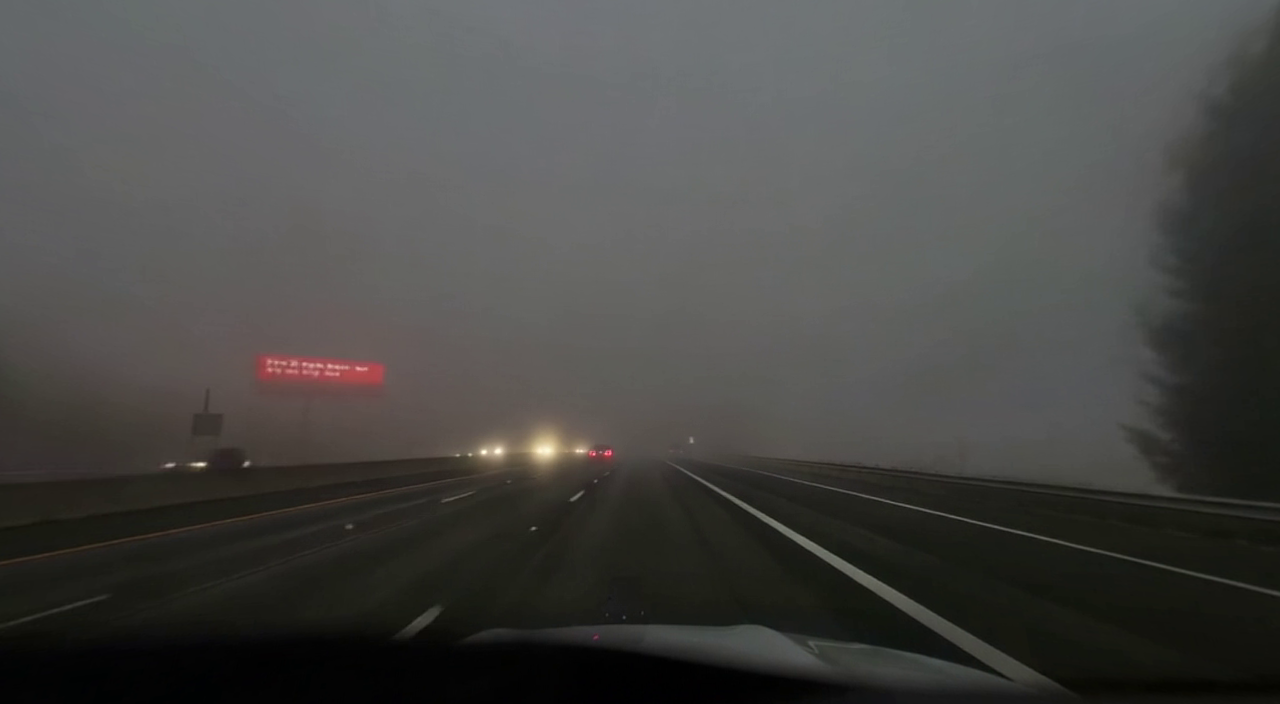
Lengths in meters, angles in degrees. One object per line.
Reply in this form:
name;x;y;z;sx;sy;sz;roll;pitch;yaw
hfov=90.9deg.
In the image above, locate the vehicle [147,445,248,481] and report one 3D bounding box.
vehicle;-24.395;6.079;35.045;2.027;1.837;4.865;0;-8;0
